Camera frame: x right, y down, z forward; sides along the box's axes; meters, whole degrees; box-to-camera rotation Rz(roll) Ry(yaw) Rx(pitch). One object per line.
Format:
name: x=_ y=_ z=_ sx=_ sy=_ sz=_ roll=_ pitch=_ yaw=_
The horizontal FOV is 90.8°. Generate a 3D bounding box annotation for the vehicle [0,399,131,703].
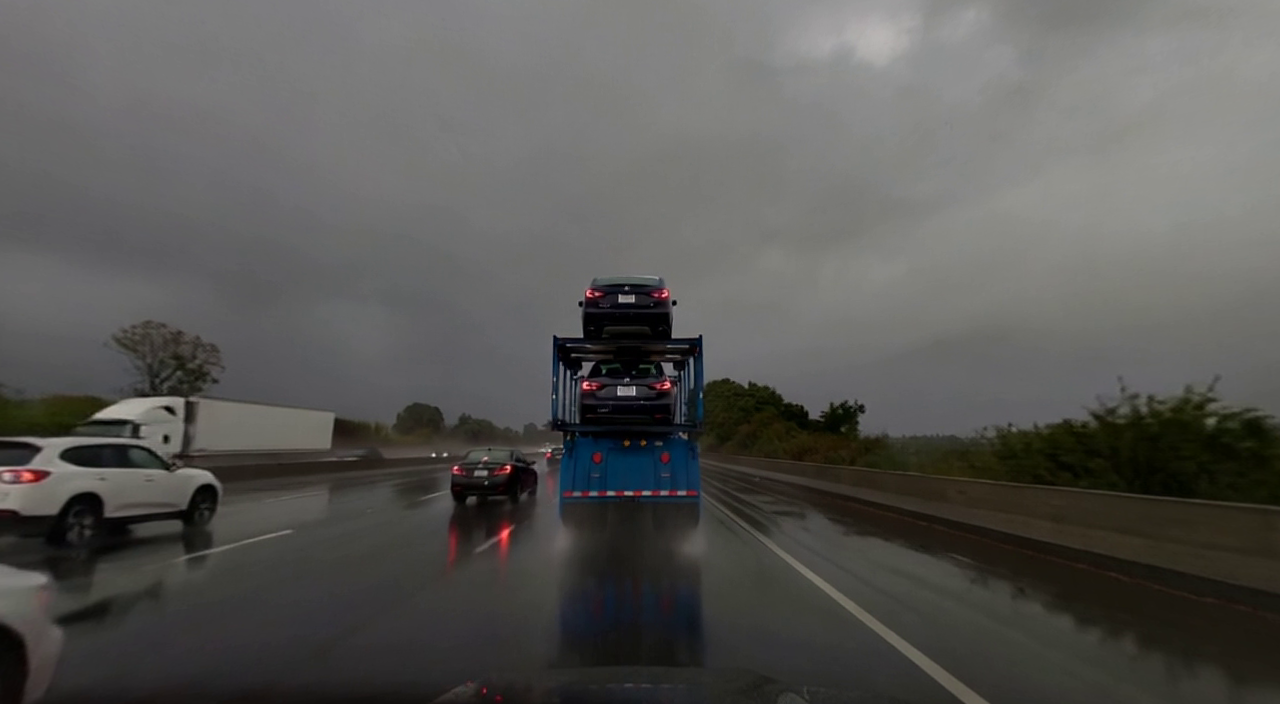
vehicle: x=-3.393 y=0.717 z=0.914 sx=2.149 sy=1.497 sz=3.753 roll=0 pitch=-9 yaw=0

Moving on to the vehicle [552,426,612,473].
vehicle: x=-2.152 y=3.644 z=23.563 sx=2.031 sy=1.594 sz=4.103 roll=1 pitch=-9 yaw=-5

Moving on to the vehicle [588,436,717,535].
vehicle: x=0.180 y=2.326 z=11.496 sx=1.991 sy=1.507 sz=3.391 roll=0 pitch=-9 yaw=0

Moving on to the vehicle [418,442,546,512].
vehicle: x=-3.727 y=3.028 z=15.795 sx=1.947 sy=1.470 sz=4.526 roll=0 pitch=-9 yaw=1
